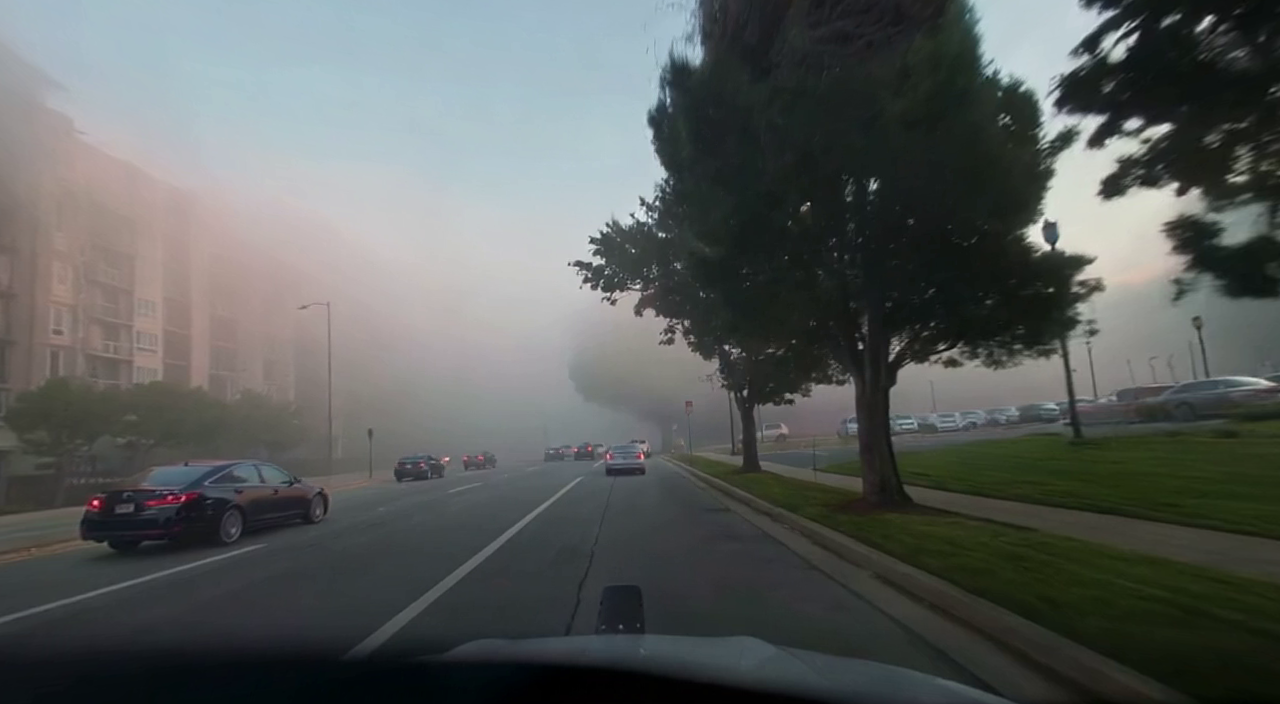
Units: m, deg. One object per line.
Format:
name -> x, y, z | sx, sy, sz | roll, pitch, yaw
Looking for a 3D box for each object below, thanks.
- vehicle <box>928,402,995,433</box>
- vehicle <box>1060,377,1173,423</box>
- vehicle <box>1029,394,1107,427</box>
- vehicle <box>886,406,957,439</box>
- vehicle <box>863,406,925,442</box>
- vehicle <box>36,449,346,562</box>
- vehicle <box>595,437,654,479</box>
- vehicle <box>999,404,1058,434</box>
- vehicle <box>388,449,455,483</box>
vehicle -> 23.289, 4.808, 45.945 | 2.118, 1.724, 4.361 | -9, -8, -5
vehicle -> 34.315, 3.594, 45.906 | 2.608, 2.389, 6.582 | -9, -8, -3
vehicle -> 31.422, 4.399, 46.600 | 2.074, 1.749, 4.957 | -1, -13, -1
vehicle -> 20.254, 5.069, 45.743 | 2.079, 1.985, 5.085 | -8, -5, -7
vehicle -> 17.912, 5.145, 44.816 | 2.002, 2.015, 4.254 | -9, -8, -7
vehicle -> -7.017, 2.387, 10.690 | 1.906, 1.449, 4.576 | 0, -8, 0
vehicle -> -0.643, 4.105, 24.656 | 2.099, 1.469, 4.389 | 0, -8, -2
vehicle -> 28.572, 4.892, 46.608 | 1.882, 1.730, 4.753 | -6, -3, 9
vehicle -> -10.431, 5.442, 30.495 | 2.024, 1.484, 4.592 | 1, -9, -6
